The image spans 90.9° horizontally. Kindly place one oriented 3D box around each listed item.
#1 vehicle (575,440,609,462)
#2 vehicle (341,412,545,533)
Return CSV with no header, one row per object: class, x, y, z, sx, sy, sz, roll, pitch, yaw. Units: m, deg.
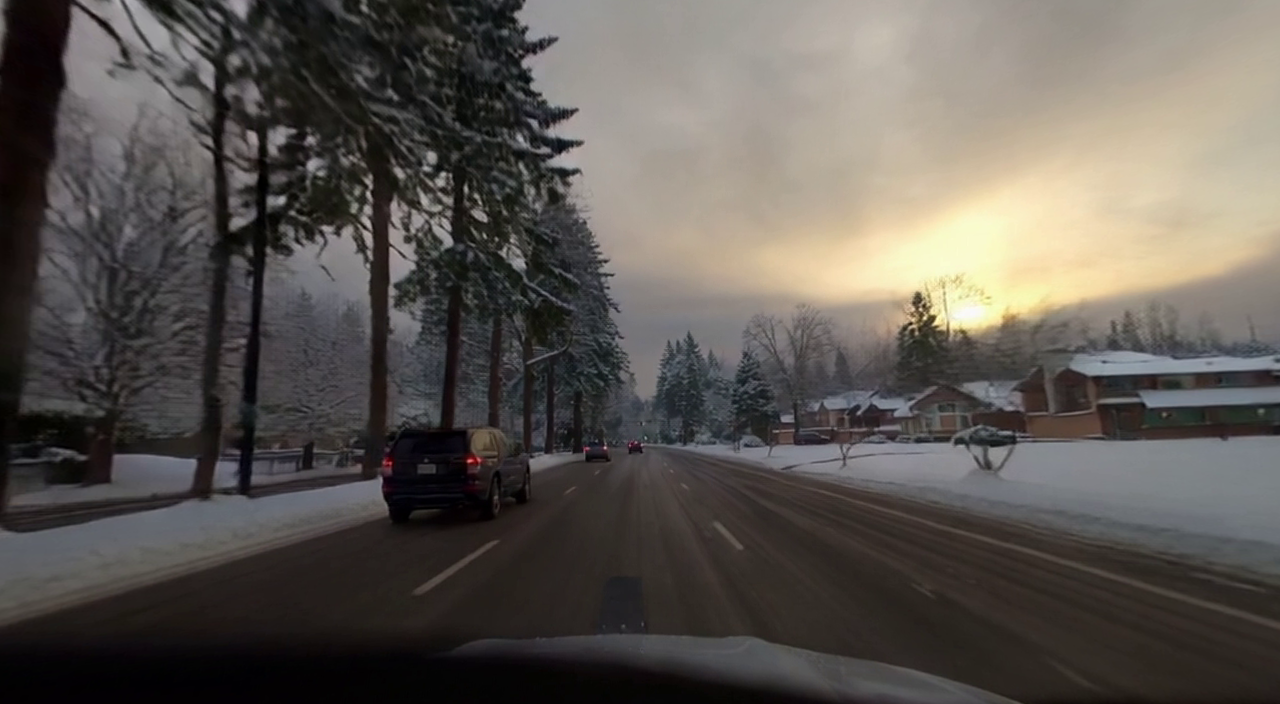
vehicle,-3.364,6.977,44.591,2.021,1.466,4.330,0,-8,1
vehicle,-3.126,2.043,11.260,2.058,1.671,4.704,0,-8,1
